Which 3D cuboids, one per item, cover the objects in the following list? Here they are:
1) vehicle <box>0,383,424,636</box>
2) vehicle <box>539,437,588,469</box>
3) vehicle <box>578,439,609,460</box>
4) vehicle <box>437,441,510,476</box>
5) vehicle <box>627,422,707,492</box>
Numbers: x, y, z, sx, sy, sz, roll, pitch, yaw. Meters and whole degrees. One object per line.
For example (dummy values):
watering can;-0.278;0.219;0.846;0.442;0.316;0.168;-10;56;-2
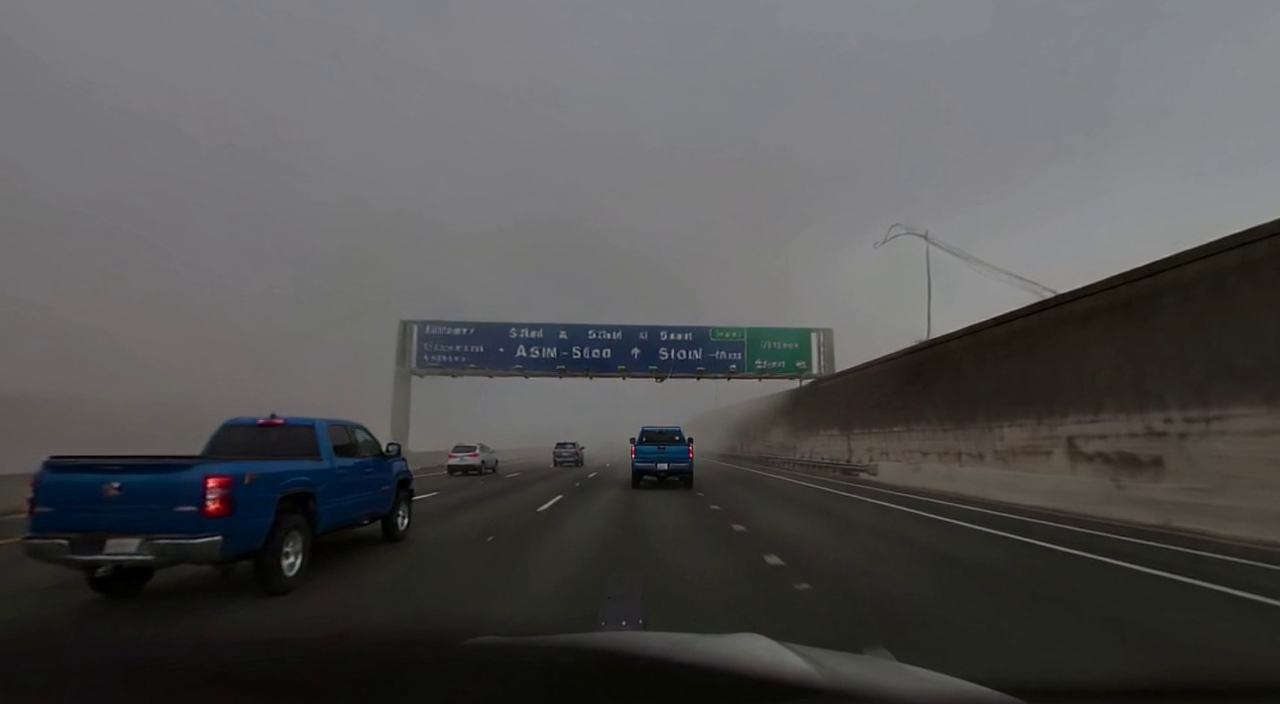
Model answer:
vehicle;-4.357;1.503;7.148;1.954;1.792;5.187;0;-8;0
vehicle;-4.064;5.475;34.220;1.961;1.591;4.756;-1;-8;2
vehicle;-3.602;7.709;49.946;2.061;1.584;4.290;0;-8;1
vehicle;-7.642;4.921;29.480;2.081;1.463;4.749;0;-8;1
vehicle;0.667;3.090;18.792;2.083;1.792;4.782;0;-8;-1
